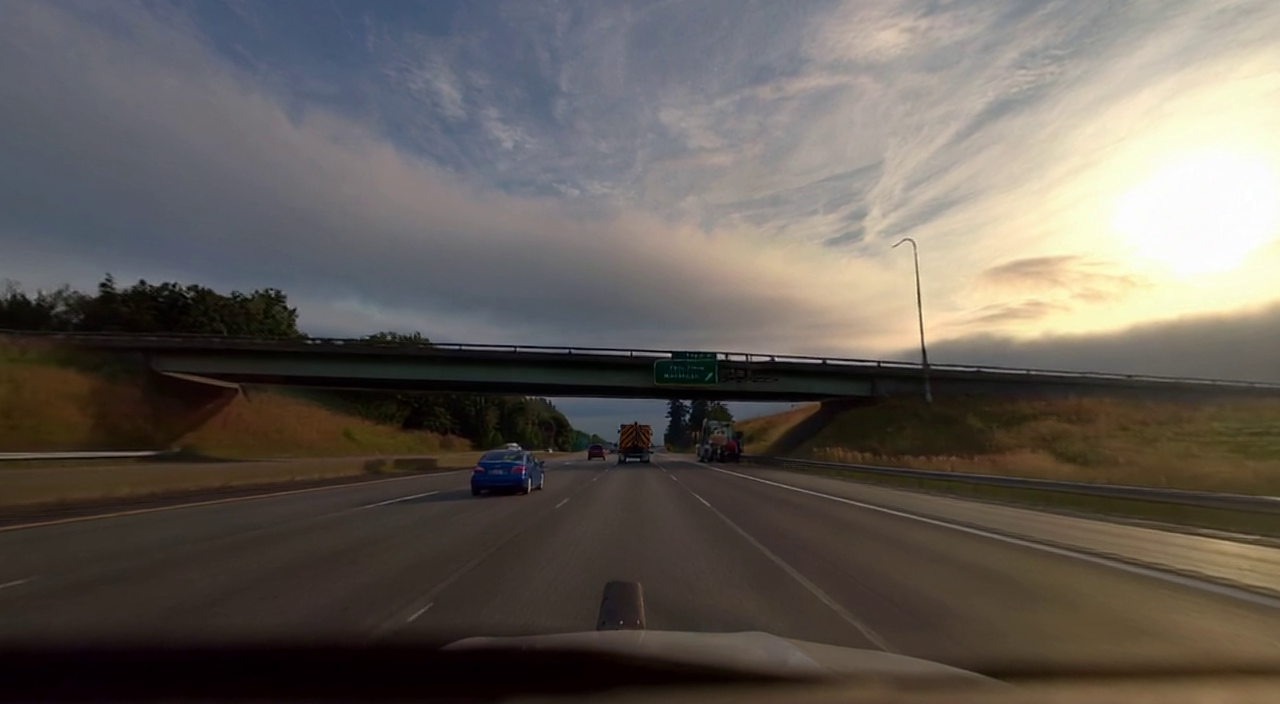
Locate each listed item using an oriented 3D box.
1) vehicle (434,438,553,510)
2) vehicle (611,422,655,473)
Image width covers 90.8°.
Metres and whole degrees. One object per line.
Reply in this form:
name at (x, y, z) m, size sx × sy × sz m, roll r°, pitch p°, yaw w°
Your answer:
vehicle at (-3.665, 3.136, 16.669) m, size 2.088 × 1.643 × 4.215 m, roll 0°, pitch -9°, yaw 1°
vehicle at (-0.494, 6.397, 42.244) m, size 2.672 × 3.056 × 6.900 m, roll 0°, pitch -9°, yaw -1°
